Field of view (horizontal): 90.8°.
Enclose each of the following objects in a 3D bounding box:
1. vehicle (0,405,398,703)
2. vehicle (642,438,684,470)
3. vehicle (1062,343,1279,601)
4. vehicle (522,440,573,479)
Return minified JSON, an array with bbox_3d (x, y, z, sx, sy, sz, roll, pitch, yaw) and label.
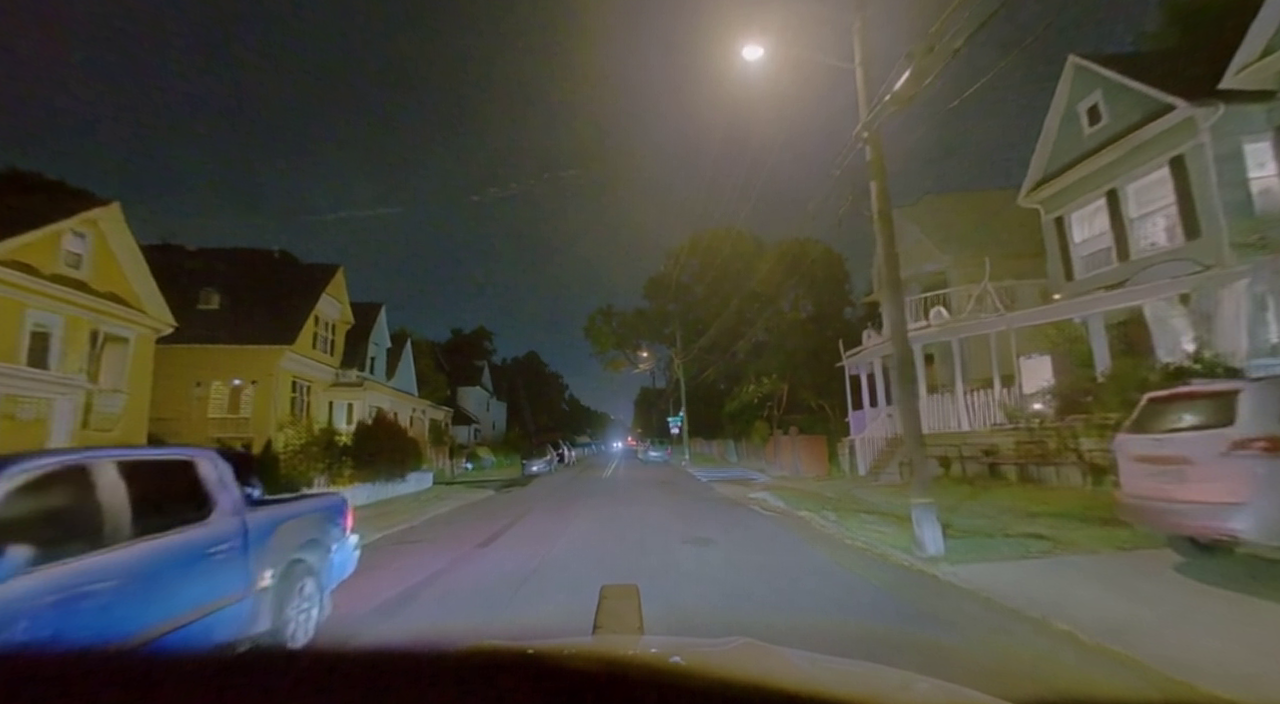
[{"bbox_3d":[-3.318,1.303,3.303,2.204,1.655,4.813,-8,-7,-2],"label":"vehicle"},{"bbox_3d":[1.379,6.440,40.209,2.129,1.873,4.471,0,-8,-4],"label":"vehicle"},{"bbox_3d":[7.868,1.163,6.639,5.274,2.170,2.205,0,-9,-4],"label":"vehicle"},{"bbox_3d":[-4.728,5.515,32.790,2.082,1.759,4.541,-2,-8,-2],"label":"vehicle"}]
